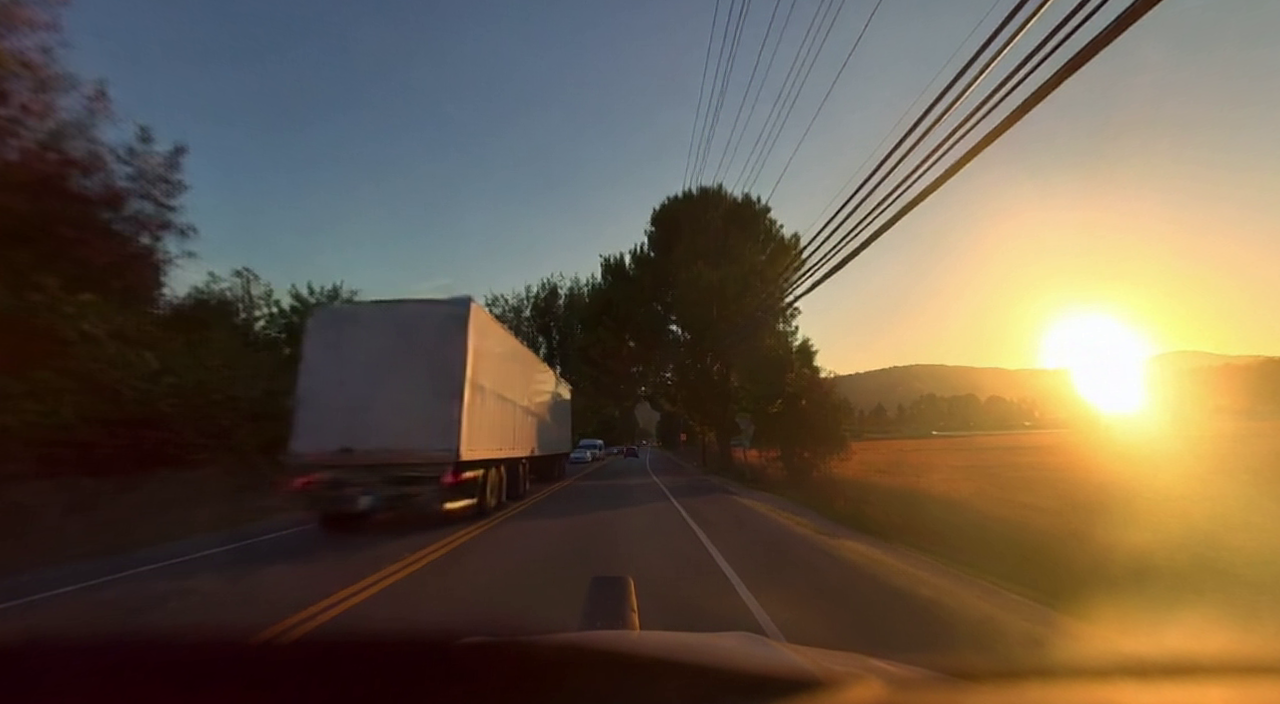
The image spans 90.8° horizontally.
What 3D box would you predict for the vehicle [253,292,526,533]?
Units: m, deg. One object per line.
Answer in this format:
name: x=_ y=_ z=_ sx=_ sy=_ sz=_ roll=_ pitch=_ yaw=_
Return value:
vehicle: x=-4.774 y=1.465 z=13.816 sx=3.544 sy=4.103 sz=5.897 roll=-1 pitch=-10 yaw=-1
